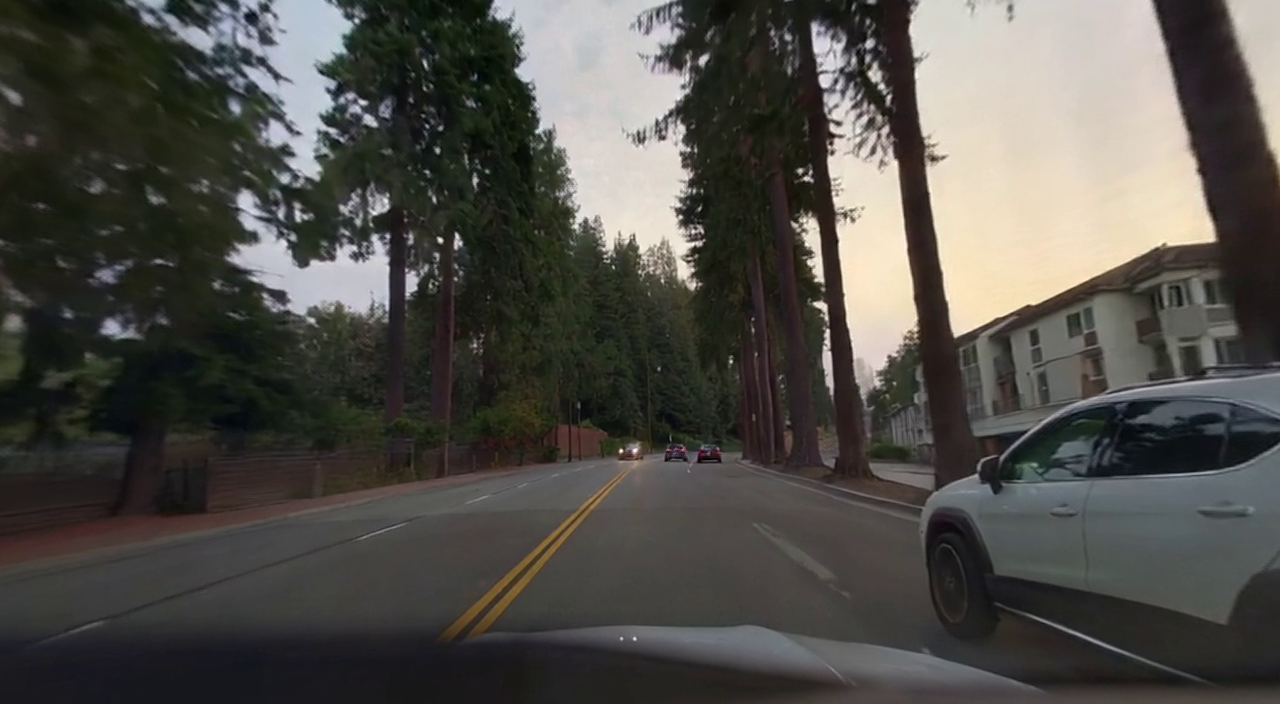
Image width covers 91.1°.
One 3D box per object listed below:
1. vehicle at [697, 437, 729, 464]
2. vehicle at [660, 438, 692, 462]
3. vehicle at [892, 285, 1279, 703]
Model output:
[{"bbox_3d":[4.961,6.765,43.229,2.069,1.791,4.422,-1,-8,5],"label":"vehicle"},{"bbox_3d":[2.912,7.774,49.868,2.158,1.852,4.485,-2,-8,8],"label":"vehicle"},{"bbox_3d":[3.312,0.810,2.799,2.219,1.881,5.104,0,-8,0],"label":"vehicle"}]
